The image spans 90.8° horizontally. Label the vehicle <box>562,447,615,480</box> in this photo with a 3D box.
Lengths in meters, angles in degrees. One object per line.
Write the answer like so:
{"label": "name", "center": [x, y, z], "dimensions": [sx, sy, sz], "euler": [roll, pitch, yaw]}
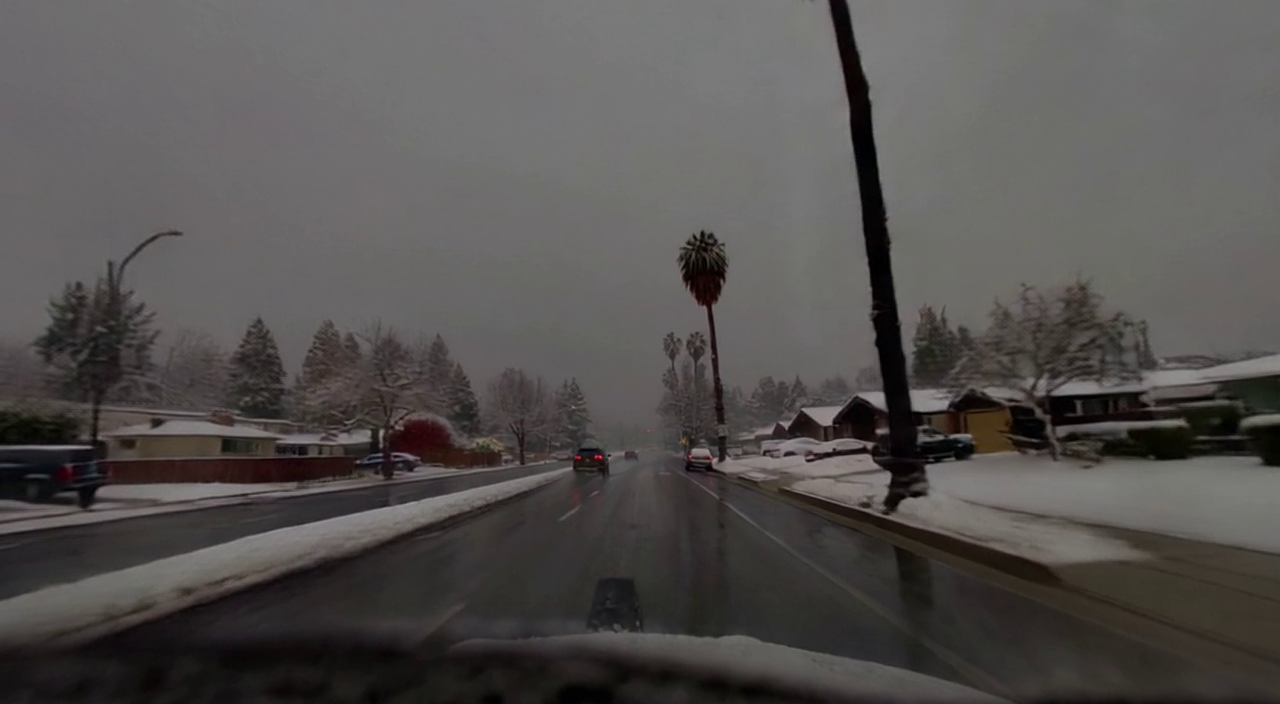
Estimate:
{"label": "vehicle", "center": [-2.377, 5.271, 30.153], "dimensions": [2.035, 1.474, 4.284], "euler": [0, -9, 2]}

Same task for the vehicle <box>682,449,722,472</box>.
{"label": "vehicle", "center": [4.127, 7.295, 42.610], "dimensions": [2.025, 1.456, 4.865], "euler": [1, -9, -2]}

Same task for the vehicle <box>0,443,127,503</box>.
{"label": "vehicle", "center": [-21.073, 4.084, 21.593], "dimensions": [4.942, 1.932, 2.247], "euler": [1, -9, -4]}

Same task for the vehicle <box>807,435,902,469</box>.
{"label": "vehicle", "center": [11.714, 5.475, 34.712], "dimensions": [4.454, 1.499, 1.821], "euler": [-3, -9, -3]}

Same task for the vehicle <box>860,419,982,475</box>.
{"label": "vehicle", "center": [11.343, 3.811, 25.488], "dimensions": [4.531, 1.864, 2.037], "euler": [0, -10, -31]}

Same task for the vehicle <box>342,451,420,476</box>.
{"label": "vehicle", "center": [-19.493, 8.408, 47.696], "dimensions": [4.992, 1.779, 1.928], "euler": [0, -9, 3]}

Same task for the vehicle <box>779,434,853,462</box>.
{"label": "vehicle", "center": [12.436, 6.865, 45.023], "dimensions": [4.710, 1.731, 1.972], "euler": [-4, -10, 7]}
